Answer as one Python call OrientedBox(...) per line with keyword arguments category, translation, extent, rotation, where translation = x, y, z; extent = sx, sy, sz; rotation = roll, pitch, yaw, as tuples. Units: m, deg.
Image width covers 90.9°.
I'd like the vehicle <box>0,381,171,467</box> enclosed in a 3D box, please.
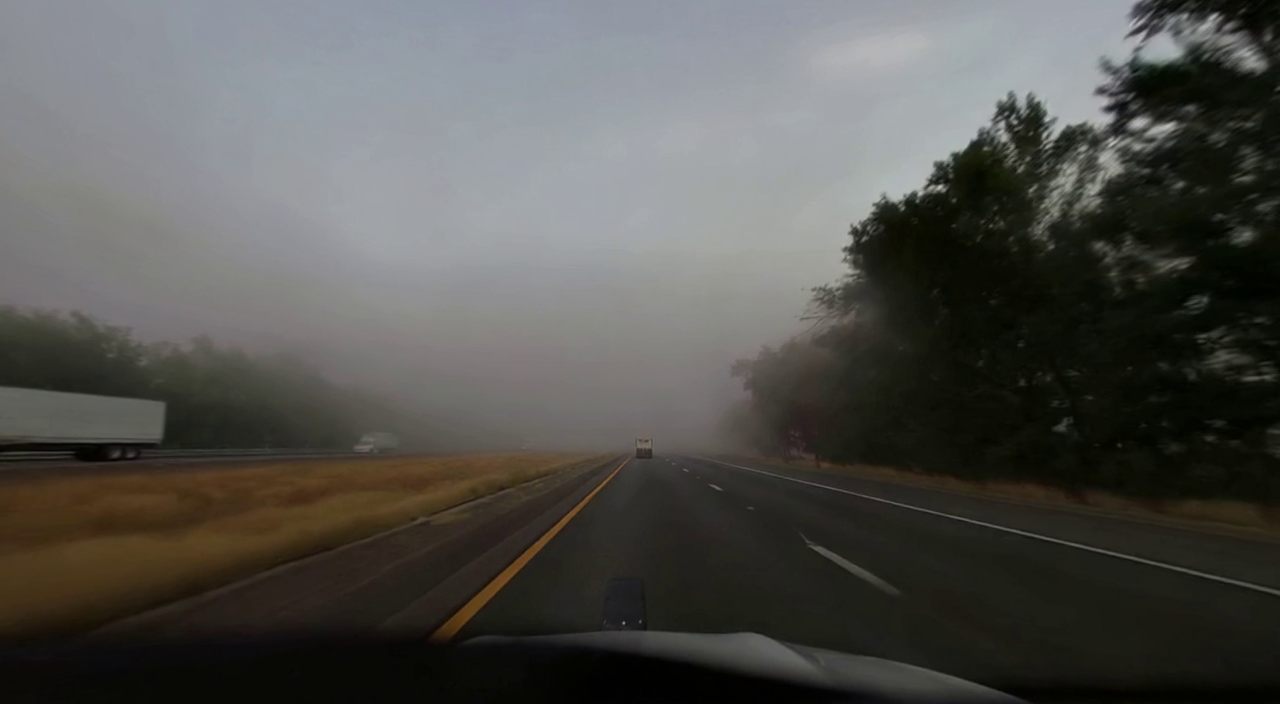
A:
OrientedBox(category="vehicle", translation=(-32.414, 3.965, 33.700), extent=(2.862, 4.105, 15.410), rotation=(0, -8, 0))
